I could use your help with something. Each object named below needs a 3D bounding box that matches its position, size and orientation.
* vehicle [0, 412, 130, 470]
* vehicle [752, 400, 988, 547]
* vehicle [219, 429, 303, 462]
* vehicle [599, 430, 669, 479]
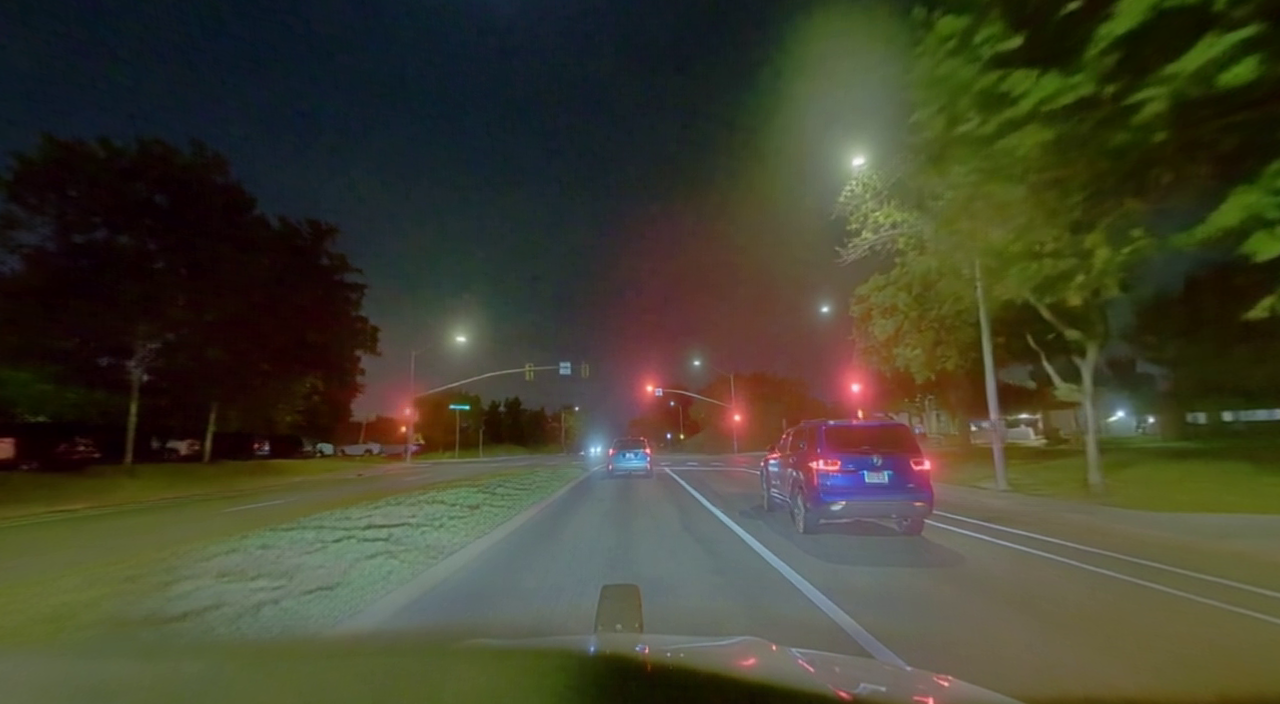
[{"bbox_3d":[-23.425,3.447,23.966,5.954,1.965,2.483,-2,-9,-1],"label":"vehicle"},{"bbox_3d":[3.180,1.783,9.897,2.046,1.768,4.370,0,-8,0],"label":"vehicle"},{"bbox_3d":[-28.574,7.023,47.696,5.285,2.200,2.387,3,-9,-33],"label":"vehicle"},{"bbox_3d":[-0.209,3.560,22.129,2.177,1.512,4.682,0,-8,0],"label":"vehicle"}]
